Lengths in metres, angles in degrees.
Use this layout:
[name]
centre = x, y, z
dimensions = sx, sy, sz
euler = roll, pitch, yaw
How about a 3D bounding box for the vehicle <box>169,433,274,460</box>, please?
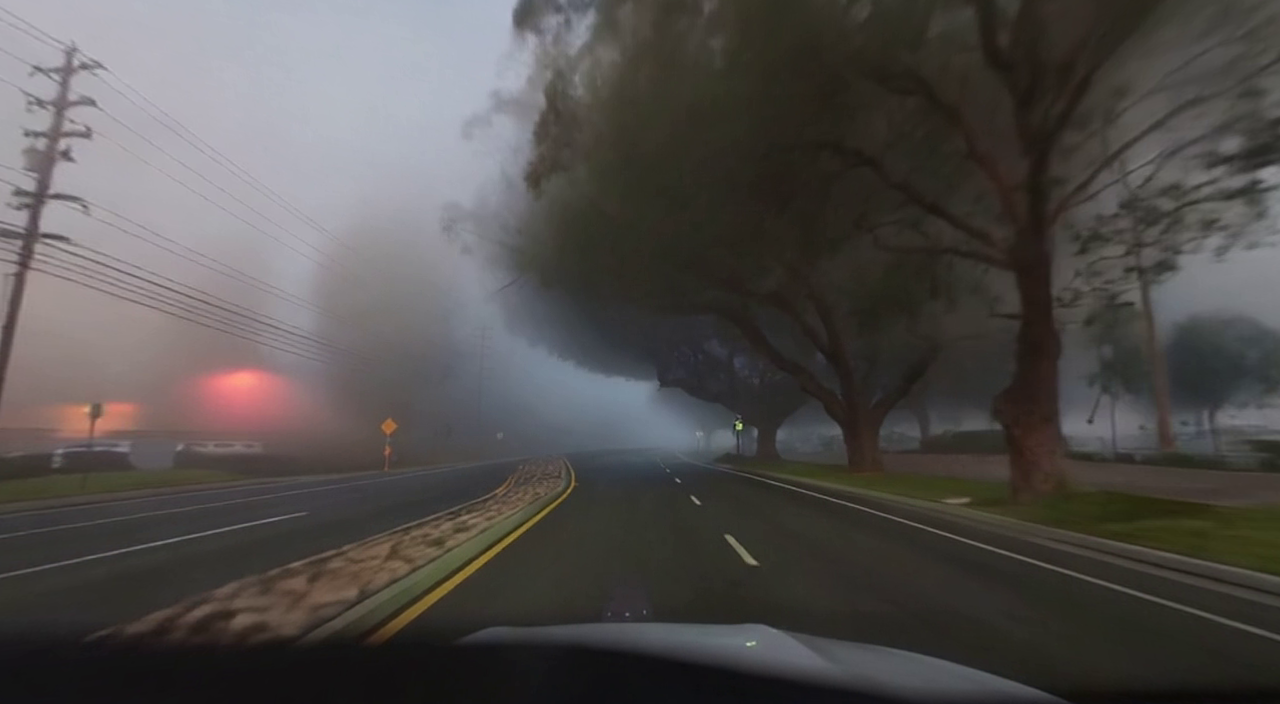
[vehicle]
centre = -22.745, 5.137, 34.345
dimensions = 4.265, 1.393, 2.071
euler = 0, -8, 3
